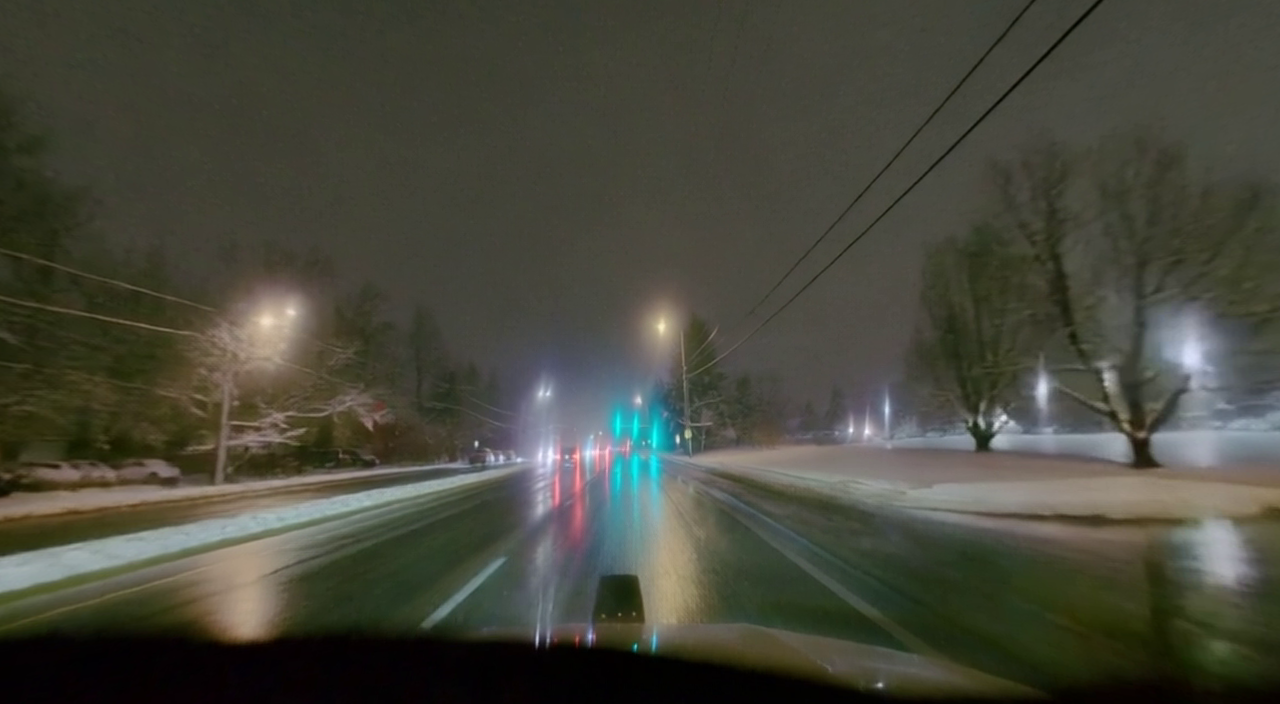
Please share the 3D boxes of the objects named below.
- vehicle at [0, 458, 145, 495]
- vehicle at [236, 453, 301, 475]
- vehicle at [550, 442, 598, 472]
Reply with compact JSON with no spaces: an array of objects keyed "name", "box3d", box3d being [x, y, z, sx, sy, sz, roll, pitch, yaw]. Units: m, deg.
[{"name":"vehicle","box3d":[-23.801,5.192,26.509,4.235,1.456,2.171,0,-9,1]},{"name":"vehicle","box3d":[-28.759,8.685,49.003,3.814,1.512,1.948,1,-8,2]},{"name":"vehicle","box3d":[-3.385,5.463,33.171,2.030,1.467,4.251,0,-9,0]}]
